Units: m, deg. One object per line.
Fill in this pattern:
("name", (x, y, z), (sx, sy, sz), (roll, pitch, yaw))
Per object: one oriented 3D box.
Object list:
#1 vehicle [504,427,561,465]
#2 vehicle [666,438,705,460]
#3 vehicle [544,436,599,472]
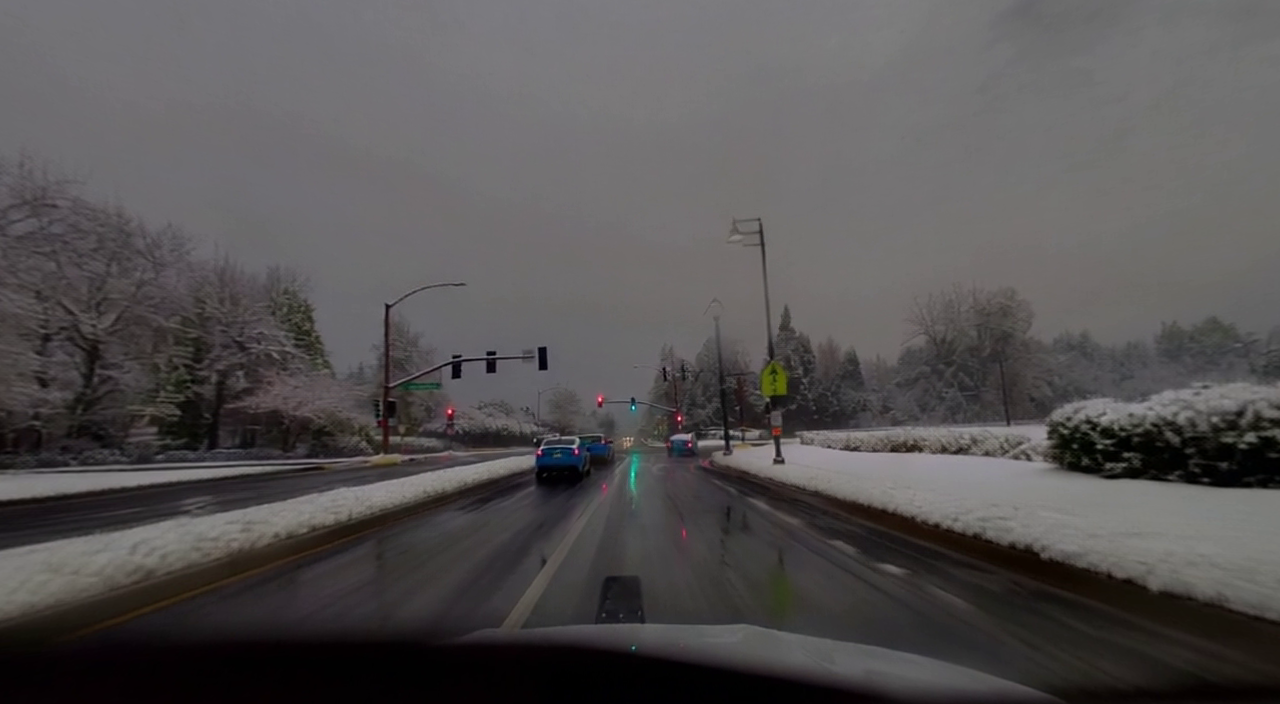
("vehicle", (-6.139, 5.484, 36.786), (2.390, 2.020, 5.085), (0, -9, 0))
("vehicle", (3.079, 6.455, 42.104), (1.945, 1.410, 4.284), (-2, -9, 13))
("vehicle", (-2.997, 4.591, 28.537), (1.979, 1.492, 3.930), (0, -9, 1))
